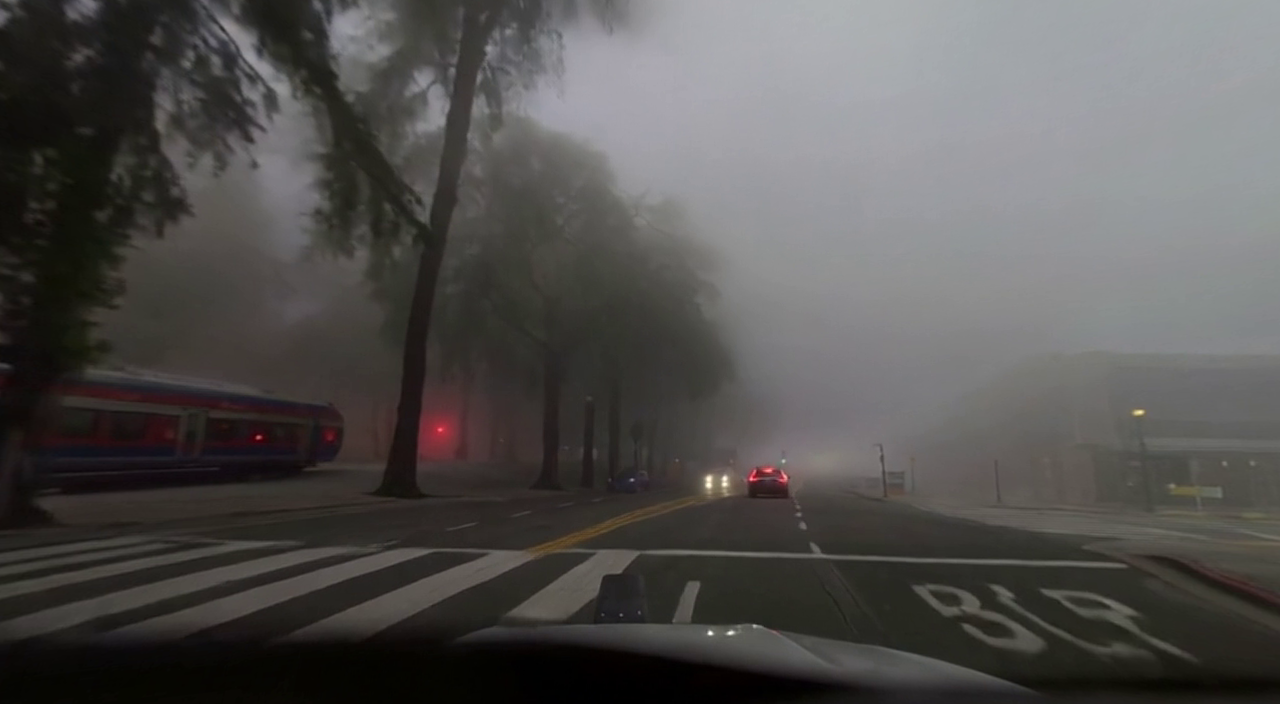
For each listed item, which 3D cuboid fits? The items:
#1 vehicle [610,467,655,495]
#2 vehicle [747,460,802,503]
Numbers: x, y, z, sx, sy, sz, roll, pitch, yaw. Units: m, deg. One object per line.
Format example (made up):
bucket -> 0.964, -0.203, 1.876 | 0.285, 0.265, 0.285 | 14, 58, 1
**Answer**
vehicle -> -0.426, 8.142, 40.103 | 2.042, 1.531, 4.403 | -2, -9, 11
vehicle -> 6.294, 5.966, 29.463 | 2.263, 1.765, 4.237 | -2, -9, 13
